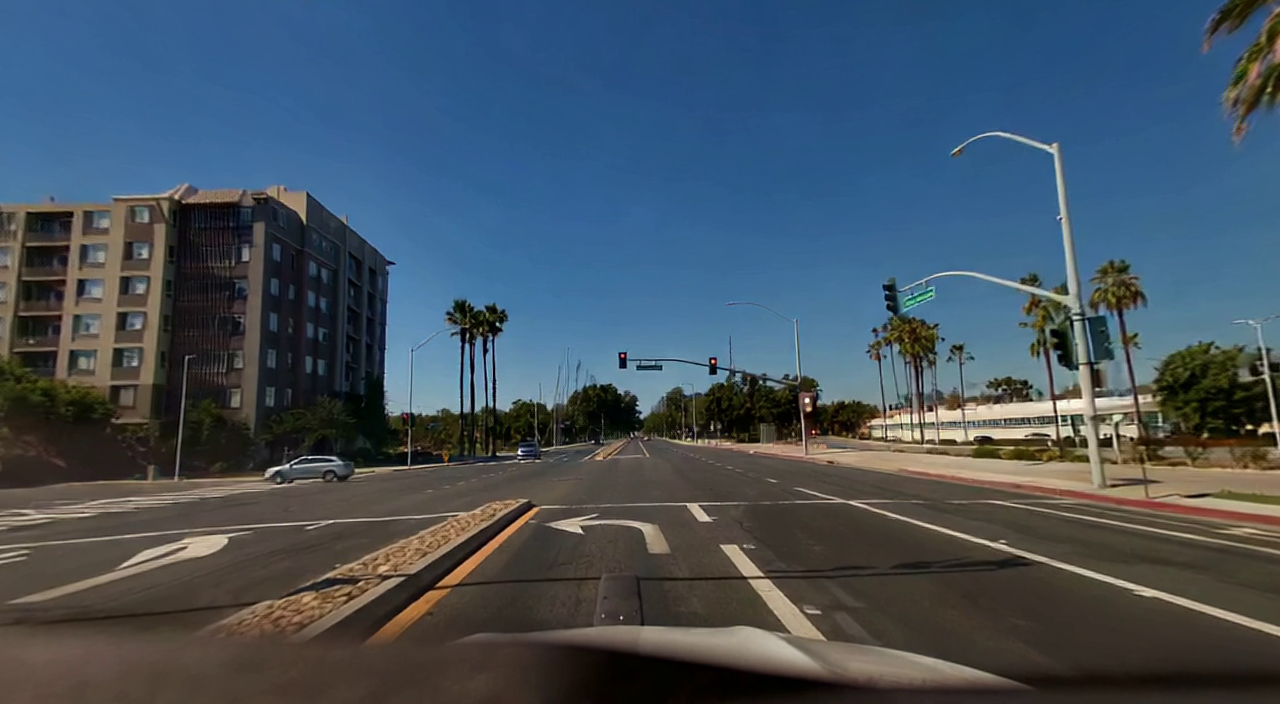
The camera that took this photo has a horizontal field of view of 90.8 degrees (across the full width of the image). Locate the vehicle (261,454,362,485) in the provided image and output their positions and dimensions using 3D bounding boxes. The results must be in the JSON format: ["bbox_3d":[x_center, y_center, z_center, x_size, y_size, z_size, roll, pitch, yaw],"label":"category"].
[{"bbox_3d":[-16.698,5.939,32.174,4.386,1.481,2.037,-3,-9,19],"label":"vehicle"}]
